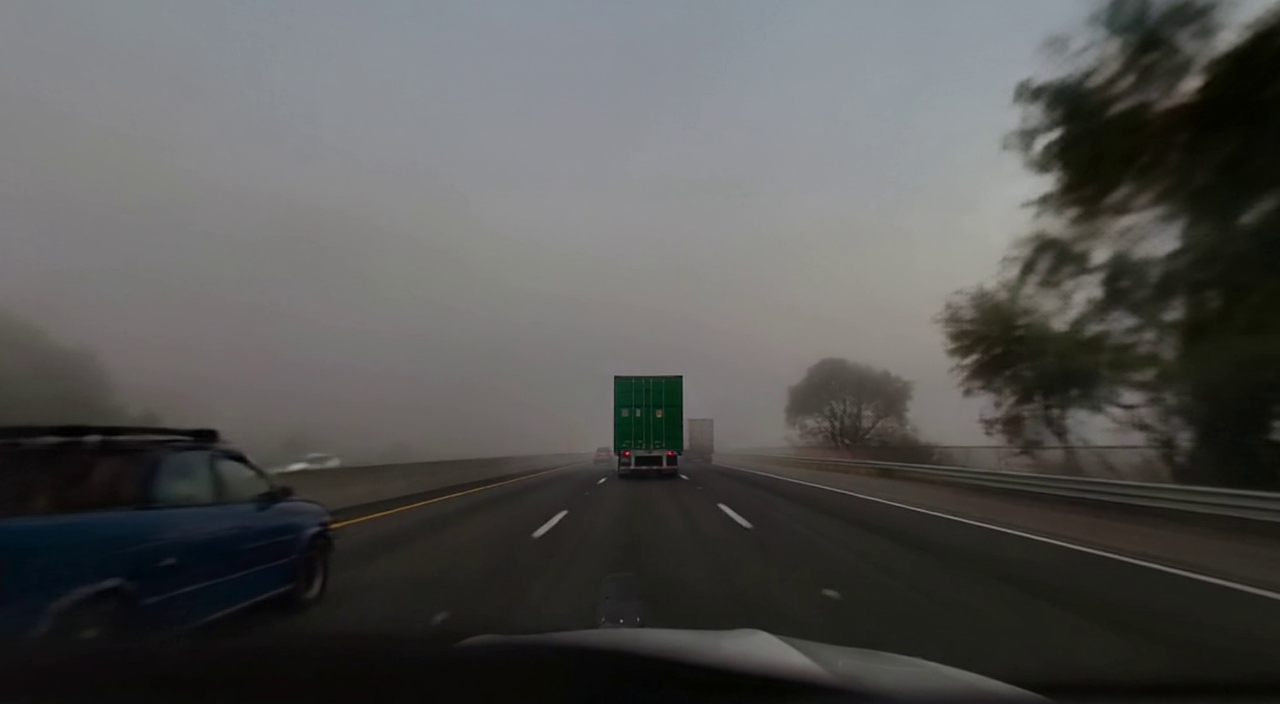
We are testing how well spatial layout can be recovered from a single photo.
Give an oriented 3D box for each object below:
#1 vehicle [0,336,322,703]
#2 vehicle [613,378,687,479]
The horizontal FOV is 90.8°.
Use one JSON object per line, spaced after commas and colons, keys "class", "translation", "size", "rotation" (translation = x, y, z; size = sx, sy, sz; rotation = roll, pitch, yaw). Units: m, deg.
{"class": "vehicle", "translation": [-3.494, 0.790, 2.460], "size": [2.173, 1.657, 4.401], "rotation": [0, -9, 0]}
{"class": "vehicle", "translation": [0.411, 3.865, 30.754], "size": [2.932, 4.042, 11.054], "rotation": [0, -9, 0]}
